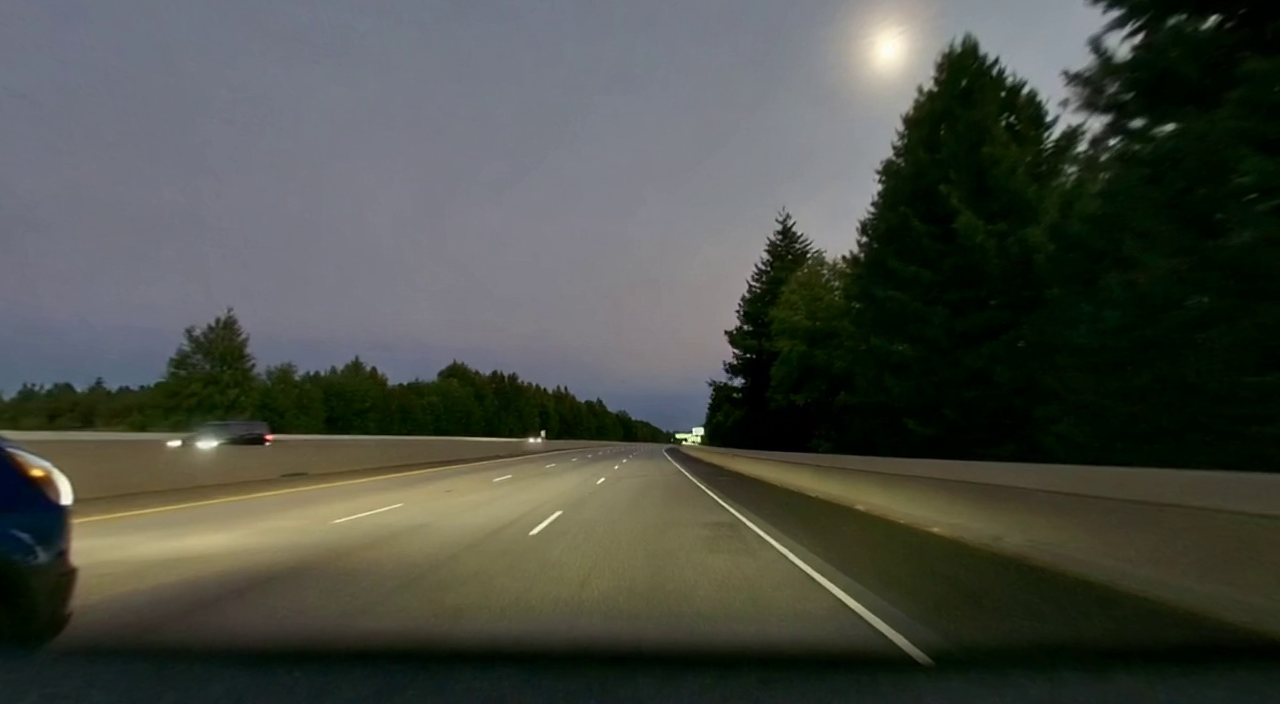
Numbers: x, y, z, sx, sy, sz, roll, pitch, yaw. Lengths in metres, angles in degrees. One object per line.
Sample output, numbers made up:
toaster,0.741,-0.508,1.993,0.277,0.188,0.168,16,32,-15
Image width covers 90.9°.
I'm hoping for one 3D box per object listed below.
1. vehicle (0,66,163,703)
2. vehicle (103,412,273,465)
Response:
vehicle,-3.927,-0.056,0.586,2.319,2.883,5.632,0,-8,2
vehicle,-20.702,4.093,29.543,2.597,2.167,7.072,0,-8,1
